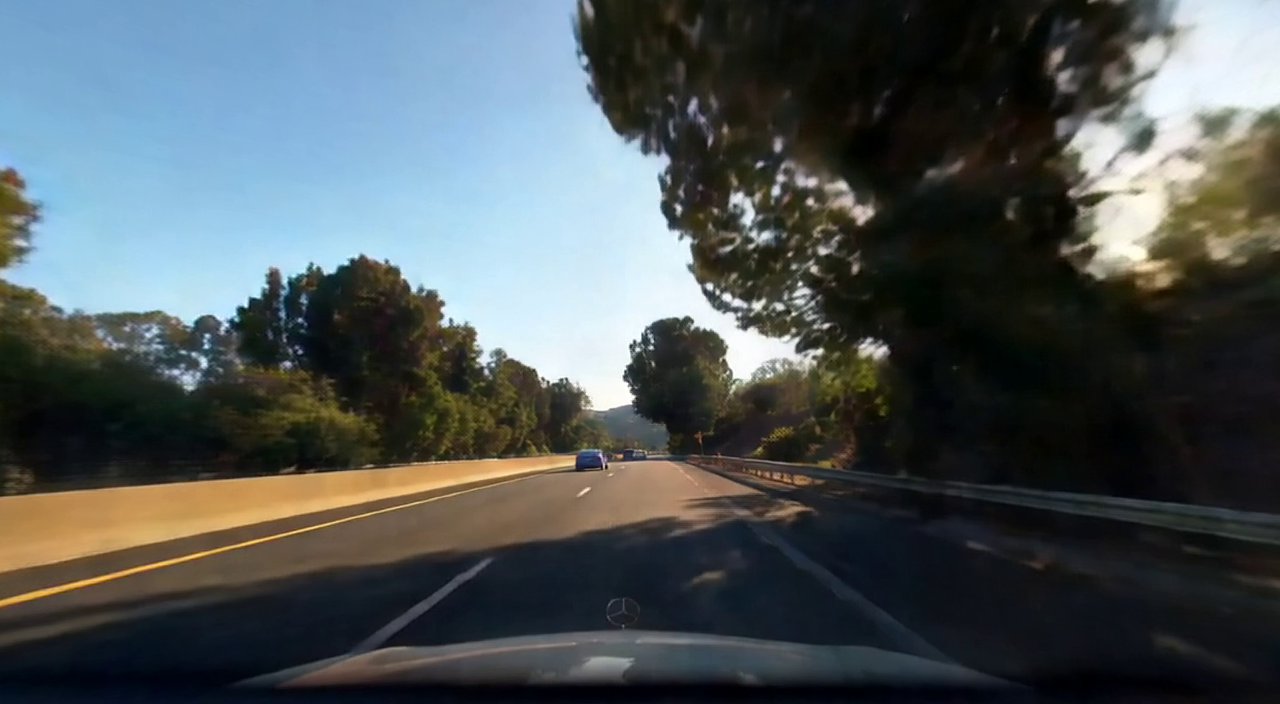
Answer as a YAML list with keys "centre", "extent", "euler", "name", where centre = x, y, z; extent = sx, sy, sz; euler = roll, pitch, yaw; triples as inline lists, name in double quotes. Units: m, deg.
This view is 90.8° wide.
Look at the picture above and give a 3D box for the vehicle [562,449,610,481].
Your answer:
- centre: [-2.616, 5.628, 31.683]
  extent: [1.917, 1.450, 3.997]
  euler: [0, -9, 2]
  name: "vehicle"
